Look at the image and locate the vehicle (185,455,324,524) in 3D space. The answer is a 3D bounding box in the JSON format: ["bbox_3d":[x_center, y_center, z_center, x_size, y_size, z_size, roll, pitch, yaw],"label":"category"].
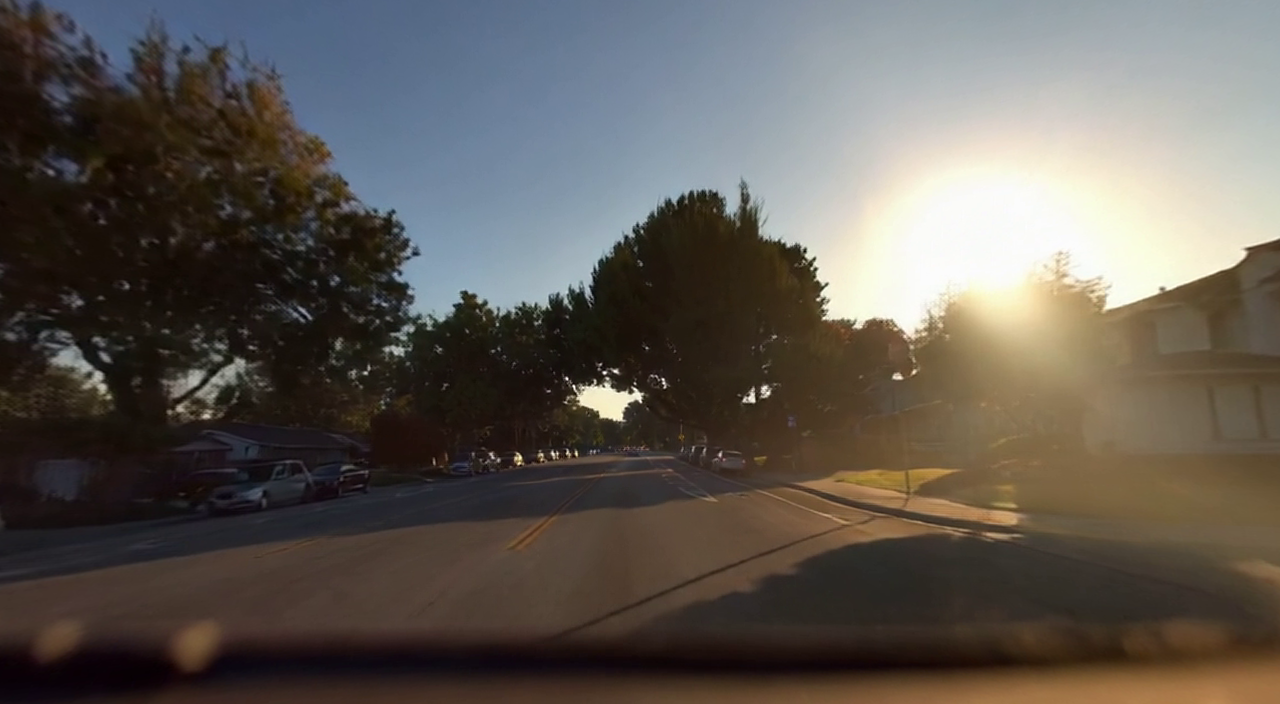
[{"bbox_3d":[-12.627,4.460,21.056,1.988,1.741,4.379,-7,-9,-1],"label":"vehicle"}]

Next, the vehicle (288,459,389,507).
[{"bbox_3d":[-12.190,5.284,25.889,1.872,1.472,4.719,-6,-9,-1],"label":"vehicle"}]

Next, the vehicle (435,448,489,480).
[{"bbox_3d":[-12.198,7.742,43.737,2.156,1.935,5.464,-3,-10,0],"label":"vehicle"}]

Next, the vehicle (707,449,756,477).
[{"bbox_3d":[5.003,6.111,35.098,1.923,1.454,4.460,0,-9,-2],"label":"vehicle"}]
